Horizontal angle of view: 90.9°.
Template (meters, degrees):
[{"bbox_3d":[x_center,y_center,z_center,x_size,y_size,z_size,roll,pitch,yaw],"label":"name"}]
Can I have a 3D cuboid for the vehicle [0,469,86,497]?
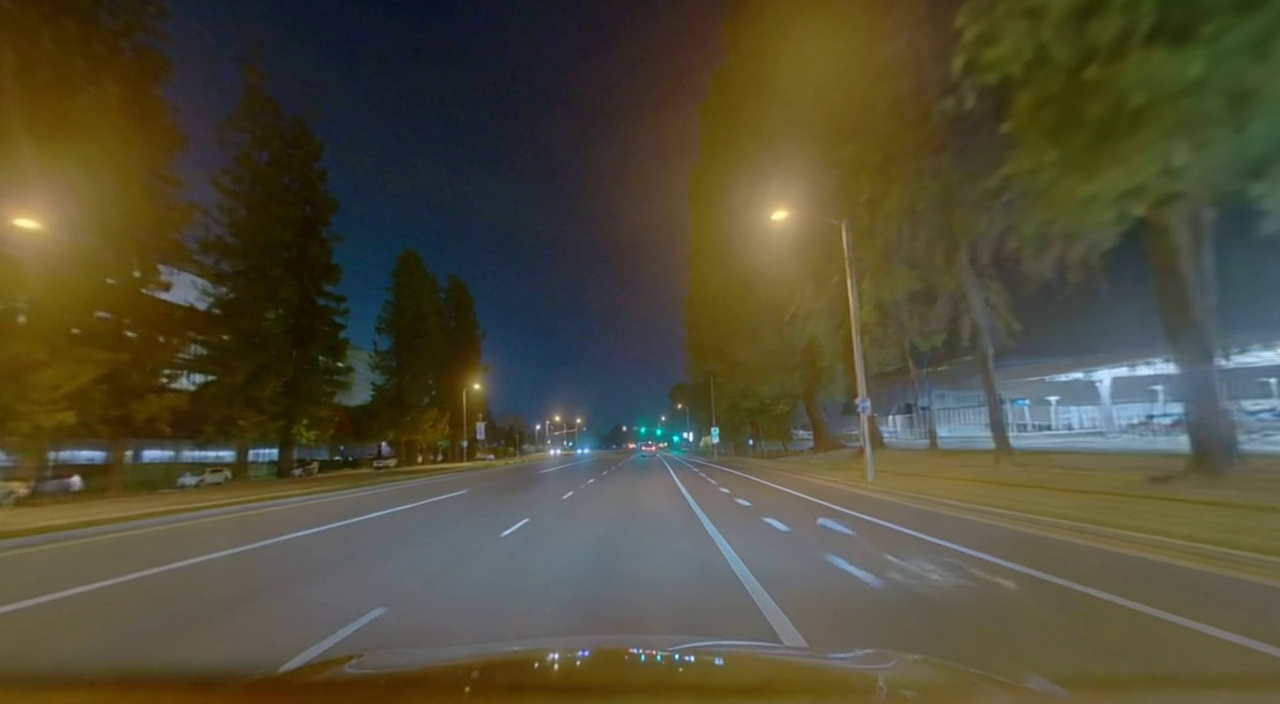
[{"bbox_3d":[-37.513,8.140,39.339,1.815,1.467,4.436,0,-8,0],"label":"vehicle"}]

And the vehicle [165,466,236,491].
[{"bbox_3d":[-29.753,8.556,42.784,1.773,1.468,4.176,0,-8,0],"label":"vehicle"}]
